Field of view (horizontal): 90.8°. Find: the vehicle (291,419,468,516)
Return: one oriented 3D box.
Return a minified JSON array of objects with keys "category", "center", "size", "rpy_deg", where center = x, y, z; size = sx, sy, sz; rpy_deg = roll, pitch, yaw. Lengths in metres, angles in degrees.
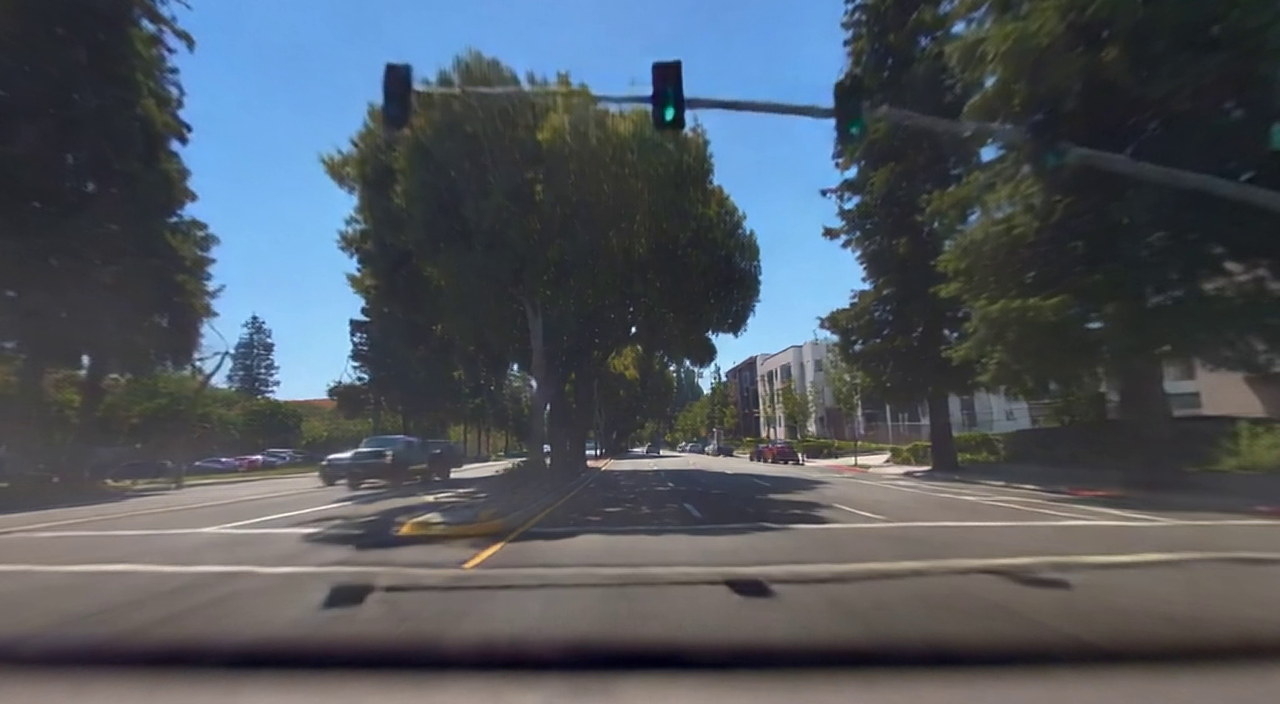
[{"category":"vehicle","center":[-5.467,2.491,14.038],"size":[2.098,1.789,4.338],"rpy_deg":[0,-9,-1]}]

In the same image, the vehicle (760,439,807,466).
[{"category":"vehicle","center":[10.069,7.106,44.837],"size":[2.043,1.761,5.022],"rpy_deg":[0,-8,-1]}]
